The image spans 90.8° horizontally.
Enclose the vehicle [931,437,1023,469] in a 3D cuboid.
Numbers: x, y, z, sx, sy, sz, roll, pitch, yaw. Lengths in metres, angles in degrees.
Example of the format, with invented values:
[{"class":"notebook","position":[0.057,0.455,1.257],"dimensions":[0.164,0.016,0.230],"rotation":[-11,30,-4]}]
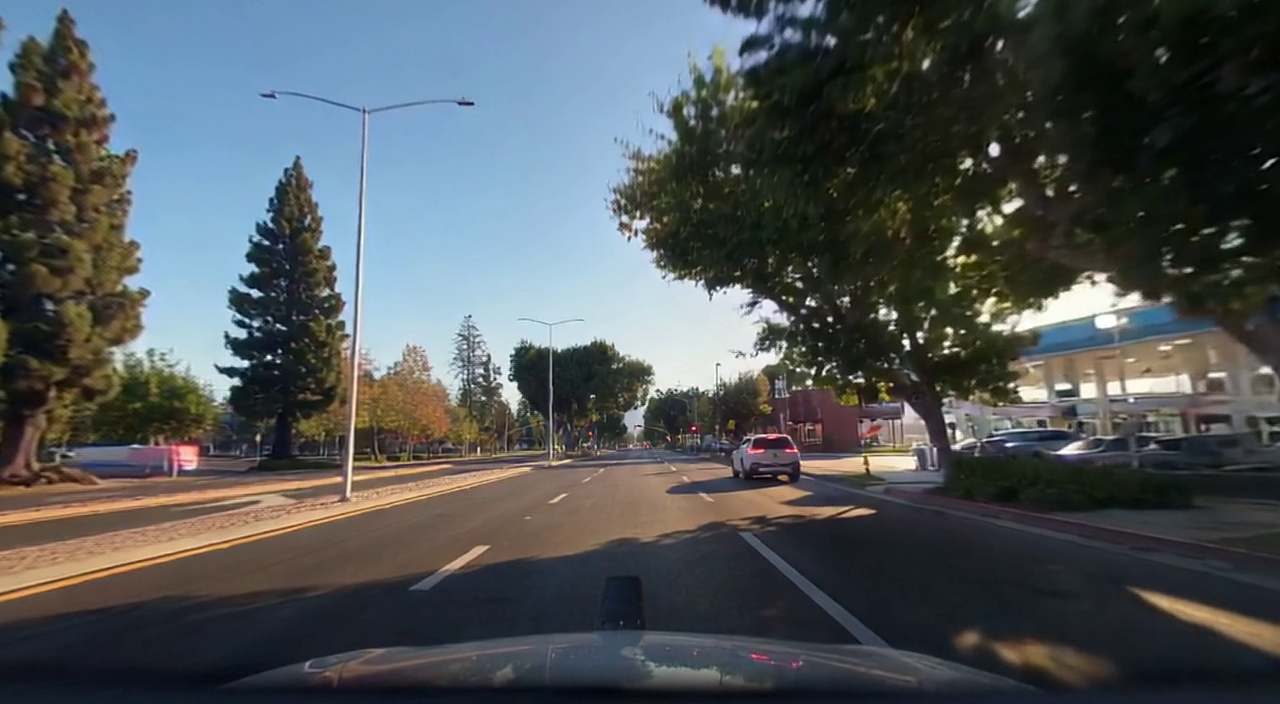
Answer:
[{"class":"vehicle","position":[15.998,4.782,30.090],"dimensions":[3.383,1.393,1.730],"rotation":[1,-8,3]}]

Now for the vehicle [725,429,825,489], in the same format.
[{"class":"vehicle","position":[4.586,3.720,22.405],"dimensions":[2.245,1.864,5.076],"rotation":[0,-8,-2]}]

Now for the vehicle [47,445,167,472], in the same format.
[{"class":"vehicle","position":[-33.023,6.589,39.256],"dimensions":[5.406,1.627,2.177],"rotation":[0,-8,-1]}]

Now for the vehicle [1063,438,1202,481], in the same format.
[{"class":"vehicle","position":[16.666,3.641,21.477],"dimensions":[3.269,1.315,1.731],"rotation":[0,-9,-3]}]

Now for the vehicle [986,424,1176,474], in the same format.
[{"class":"vehicle","position":[16.702,3.723,24.184],"dimensions":[5.536,1.705,2.122],"rotation":[-1,-9,1]}]

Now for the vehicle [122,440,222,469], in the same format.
[{"class":"vehicle","position":[-33.044,7.287,44.718],"dimensions":[5.259,1.760,2.094],"rotation":[-2,-10,-3]}]
